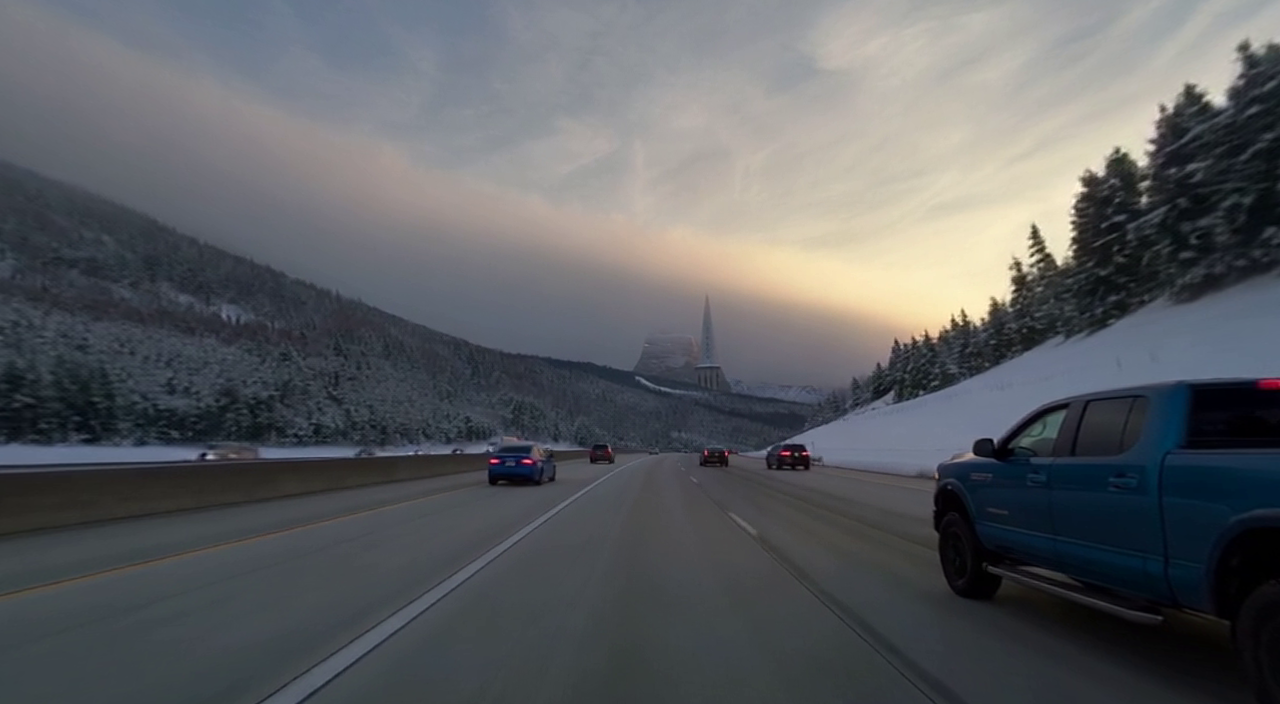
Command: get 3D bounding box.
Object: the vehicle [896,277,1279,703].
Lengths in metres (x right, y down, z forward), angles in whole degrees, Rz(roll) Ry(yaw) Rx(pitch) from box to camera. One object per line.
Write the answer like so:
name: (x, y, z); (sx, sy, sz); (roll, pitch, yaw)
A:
vehicle: (3.475, 0.823, 3.302); (2.098, 1.925, 5.171); (0, -8, 0)

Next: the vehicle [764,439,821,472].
vehicle: (8.100, 5.523, 33.963); (1.986, 1.633, 4.430); (0, -8, 0)

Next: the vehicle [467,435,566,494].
vehicle: (-3.766, 3.534, 20.153); (2.113, 1.636, 4.494); (-1, -8, 2)

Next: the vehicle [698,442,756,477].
vehicle: (3.908, 4.924, 29.201); (2.046, 1.471, 4.333); (0, -8, 0)

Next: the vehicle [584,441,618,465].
vehicle: (-2.867, 7.579, 47.316); (2.021, 1.679, 4.310); (-1, -8, 3)
